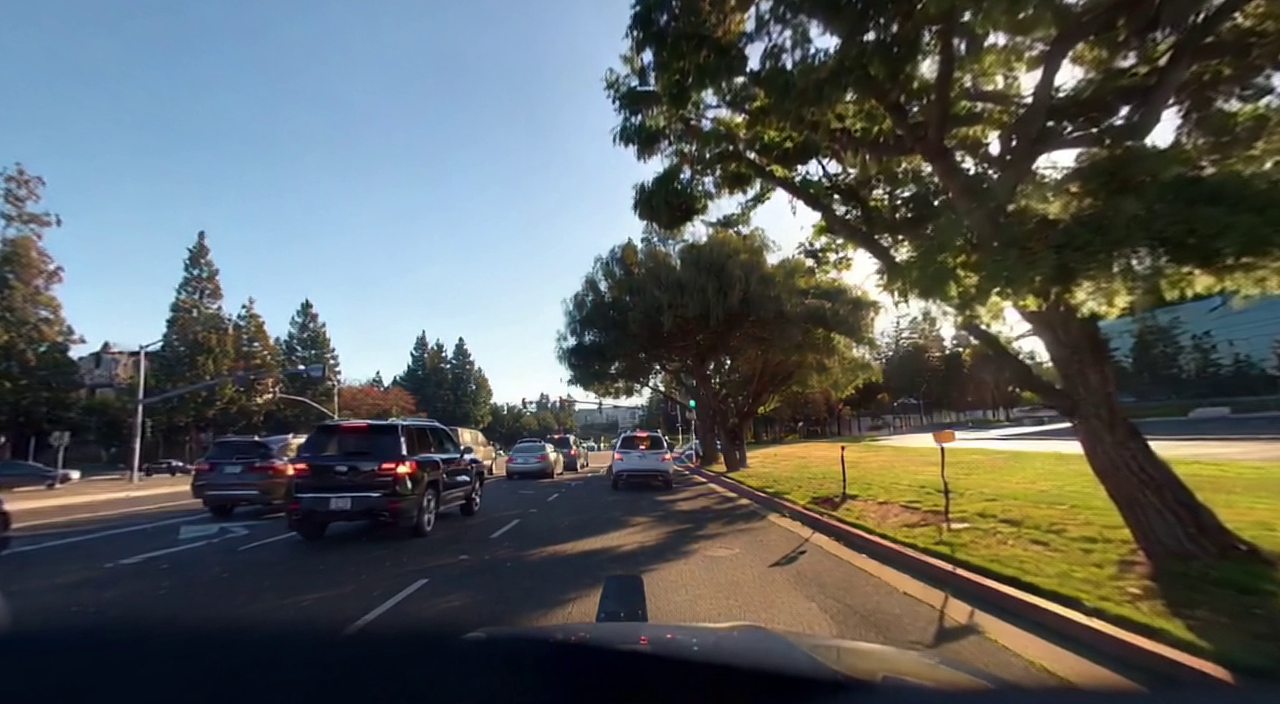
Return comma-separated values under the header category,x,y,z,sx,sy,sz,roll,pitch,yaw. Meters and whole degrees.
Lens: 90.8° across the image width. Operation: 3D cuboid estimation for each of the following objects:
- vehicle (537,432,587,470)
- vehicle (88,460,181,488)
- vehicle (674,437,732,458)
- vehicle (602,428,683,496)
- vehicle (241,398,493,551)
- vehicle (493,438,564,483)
category,x,y,z,sx,sy,sz,roll,pitch,yaw
vehicle,-3.944,5.146,32.864,2.043,1.813,4.549,0,-8,0
vehicle,-31.277,7.526,39.301,1.906,1.478,4.784,0,-8,-2
vehicle,4.873,7.392,48.913,4.265,1.498,1.826,-2,-9,11
vehicle,0.058,3.104,18.121,2.055,1.681,4.270,0,-8,0
vehicle,-4.097,1.944,10.725,2.088,1.947,5.119,0,-8,-1
vehicle,-4.131,4.093,24.135,1.942,1.523,4.212,0,-8,0
